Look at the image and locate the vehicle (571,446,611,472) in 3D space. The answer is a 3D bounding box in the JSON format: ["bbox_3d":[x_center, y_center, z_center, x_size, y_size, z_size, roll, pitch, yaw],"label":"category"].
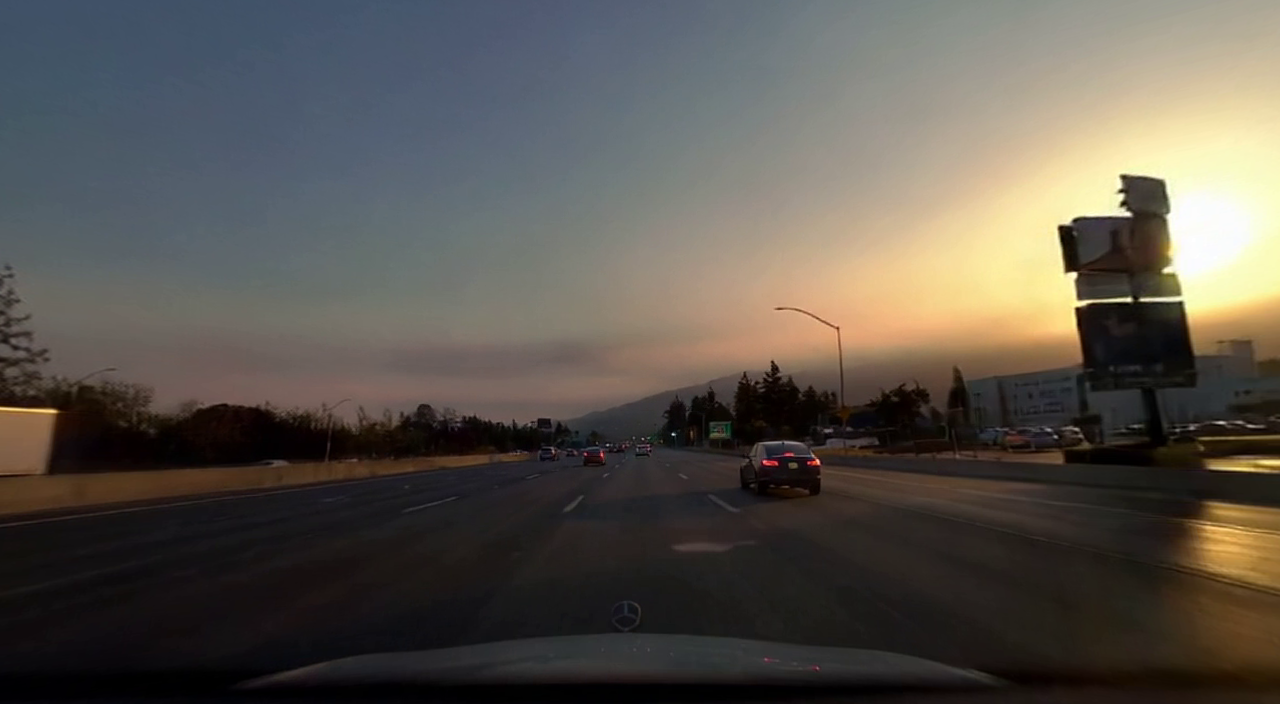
[{"bbox_3d":[-2.965,6.600,39.207,2.139,1.510,4.506,0,-9,0],"label":"vehicle"}]

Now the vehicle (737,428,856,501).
[{"bbox_3d":[4.234,3.135,17.949,2.109,1.764,4.704,0,-9,-1],"label":"vehicle"}]
